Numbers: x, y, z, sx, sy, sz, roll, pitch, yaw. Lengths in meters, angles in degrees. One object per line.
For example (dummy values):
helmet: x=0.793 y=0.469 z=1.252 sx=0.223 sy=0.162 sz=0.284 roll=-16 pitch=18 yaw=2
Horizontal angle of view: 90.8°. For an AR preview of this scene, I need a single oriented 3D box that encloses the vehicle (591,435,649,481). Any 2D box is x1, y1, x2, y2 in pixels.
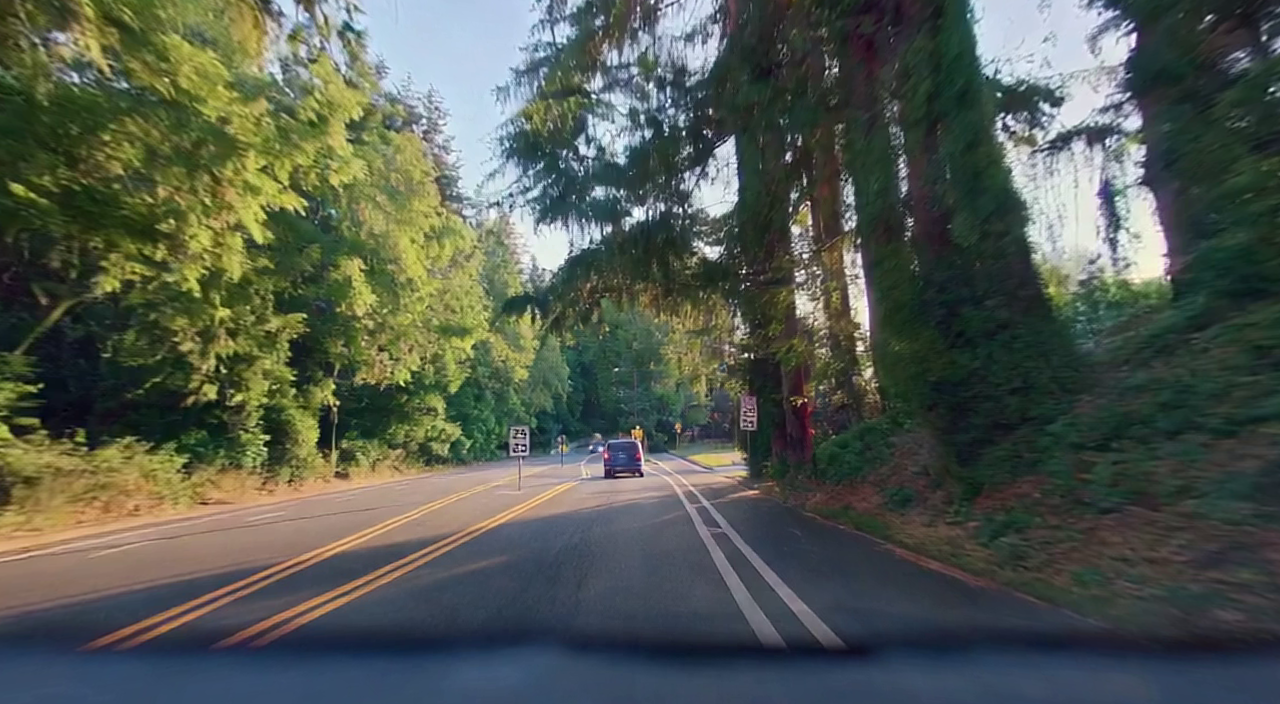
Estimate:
vehicle: x=-0.849 y=4.330 z=25.948 sx=2.216 sy=1.708 sz=4.110 roll=1 pitch=-9 yaw=-3
